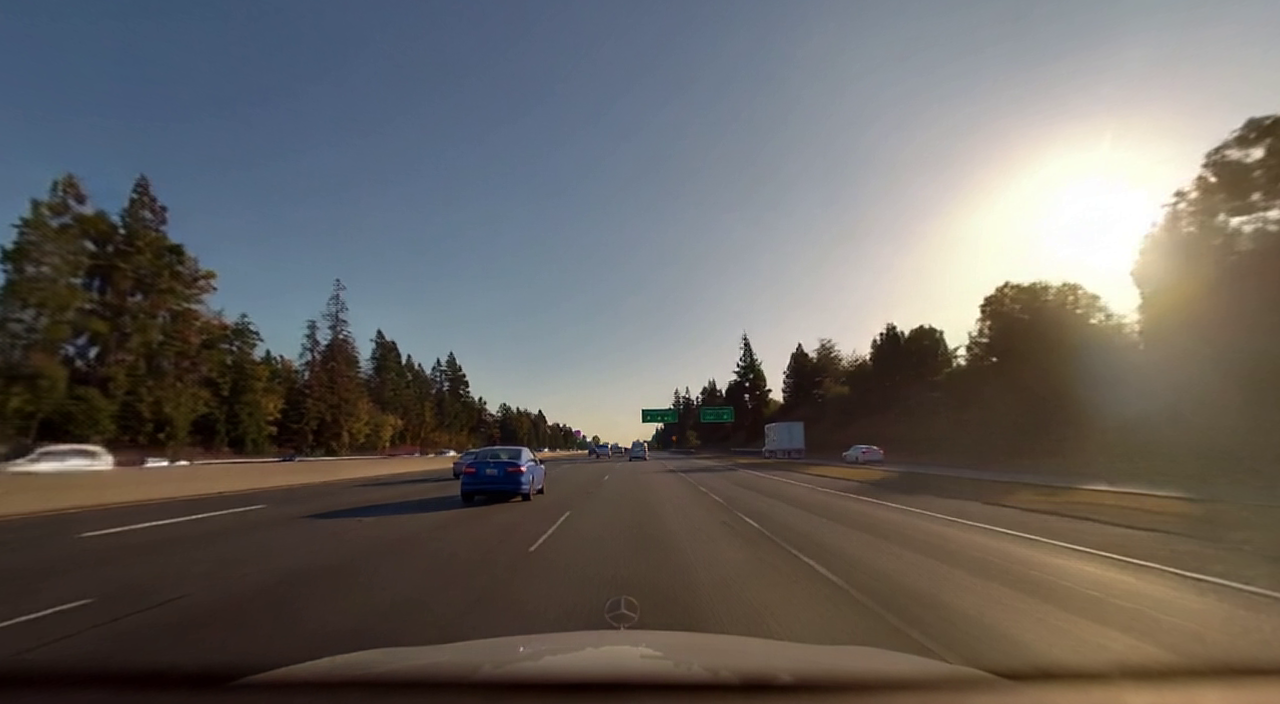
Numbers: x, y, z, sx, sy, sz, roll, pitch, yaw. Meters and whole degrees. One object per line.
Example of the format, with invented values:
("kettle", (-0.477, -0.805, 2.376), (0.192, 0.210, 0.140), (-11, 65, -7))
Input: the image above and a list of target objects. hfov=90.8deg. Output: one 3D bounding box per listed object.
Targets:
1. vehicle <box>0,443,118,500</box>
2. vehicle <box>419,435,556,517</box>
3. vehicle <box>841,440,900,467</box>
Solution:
("vehicle", (-21.378, 4.134, 22.263), (1.916, 1.804, 4.712), (0, -9, 0))
("vehicle", (-3.214, 2.715, 14.284), (2.020, 1.554, 4.137), (0, -9, 0))
("vehicle", (15.646, 6.882, 43.106), (2.081, 1.707, 4.756), (0, -9, -2))
